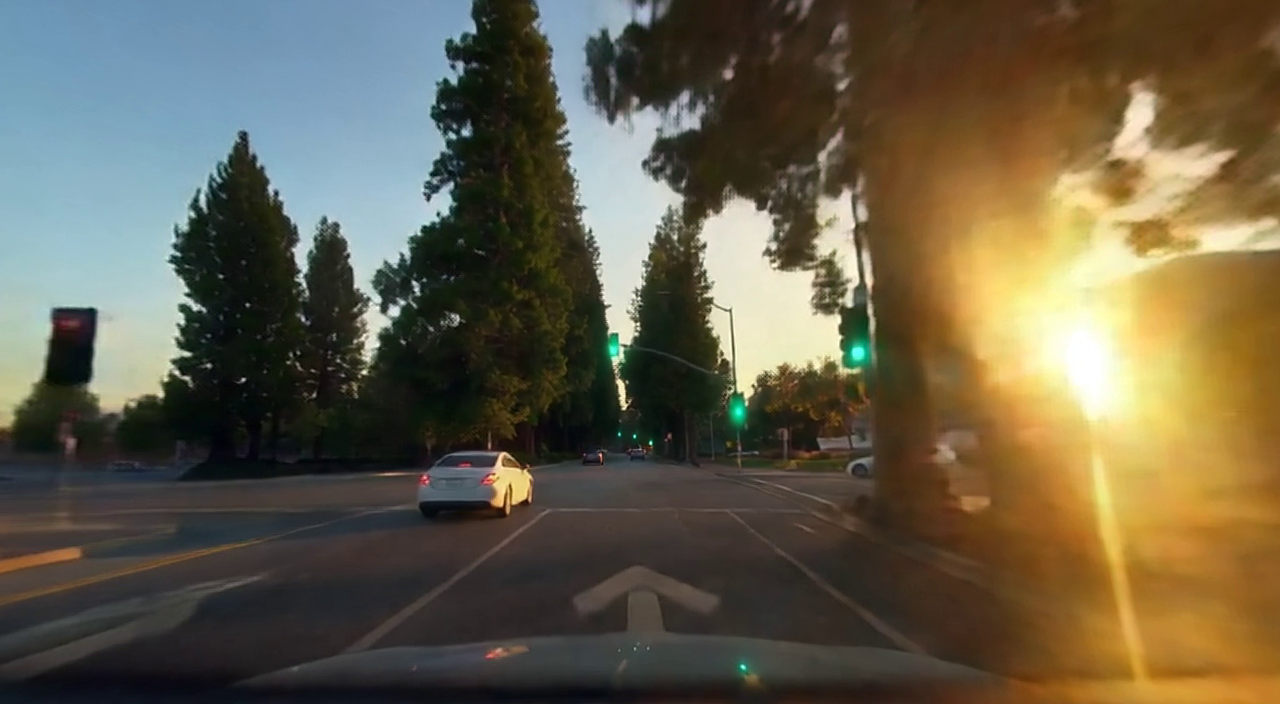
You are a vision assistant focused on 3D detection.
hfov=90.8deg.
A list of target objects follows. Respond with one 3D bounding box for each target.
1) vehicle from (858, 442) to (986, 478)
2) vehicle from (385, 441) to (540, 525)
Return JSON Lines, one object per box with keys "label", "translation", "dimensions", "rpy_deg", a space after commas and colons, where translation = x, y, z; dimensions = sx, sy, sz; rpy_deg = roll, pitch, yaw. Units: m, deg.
{"label": "vehicle", "translation": [12.056, 4.613, 27.200], "dimensions": [4.632, 1.473, 1.889], "rpy_deg": [0, -8, -3]}
{"label": "vehicle", "translation": [-3.476, 2.627, 13.346], "dimensions": [1.968, 1.459, 4.433], "rpy_deg": [0, -8, 0]}
